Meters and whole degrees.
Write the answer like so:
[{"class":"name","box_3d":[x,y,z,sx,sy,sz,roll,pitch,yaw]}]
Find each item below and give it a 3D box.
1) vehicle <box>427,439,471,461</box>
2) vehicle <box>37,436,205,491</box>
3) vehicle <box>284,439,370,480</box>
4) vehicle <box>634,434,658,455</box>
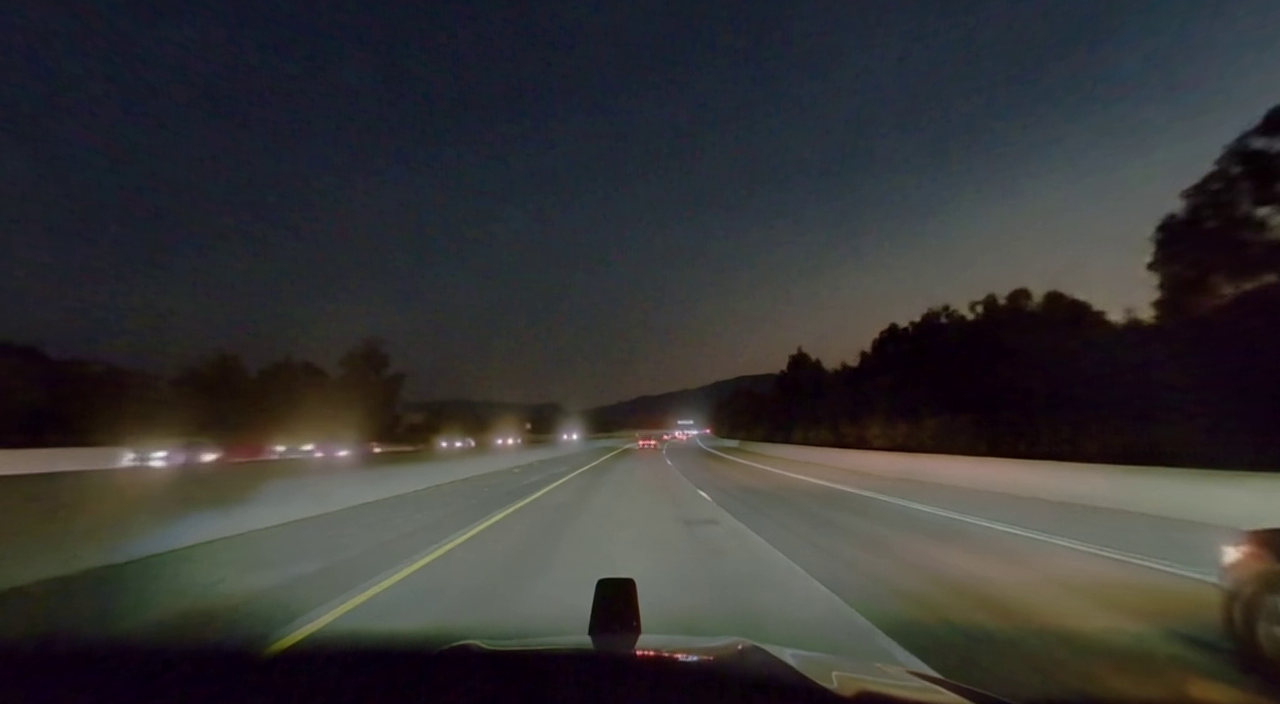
[{"class":"vehicle","box_3d":[-14.880,7.647,49.205,1.963,1.491,4.329,-1,-7,2]},{"class":"vehicle","box_3d":[-15.352,3.269,18.906,1.772,1.454,3.816,0,-8,-1]},{"class":"vehicle","box_3d":[-12.408,4.248,25.169,1.668,1.407,3.555,-1,-7,-2]},{"class":"vehicle","box_3d":[0.425,7.191,48.980,1.771,1.480,3.781,0,-8,0]}]
